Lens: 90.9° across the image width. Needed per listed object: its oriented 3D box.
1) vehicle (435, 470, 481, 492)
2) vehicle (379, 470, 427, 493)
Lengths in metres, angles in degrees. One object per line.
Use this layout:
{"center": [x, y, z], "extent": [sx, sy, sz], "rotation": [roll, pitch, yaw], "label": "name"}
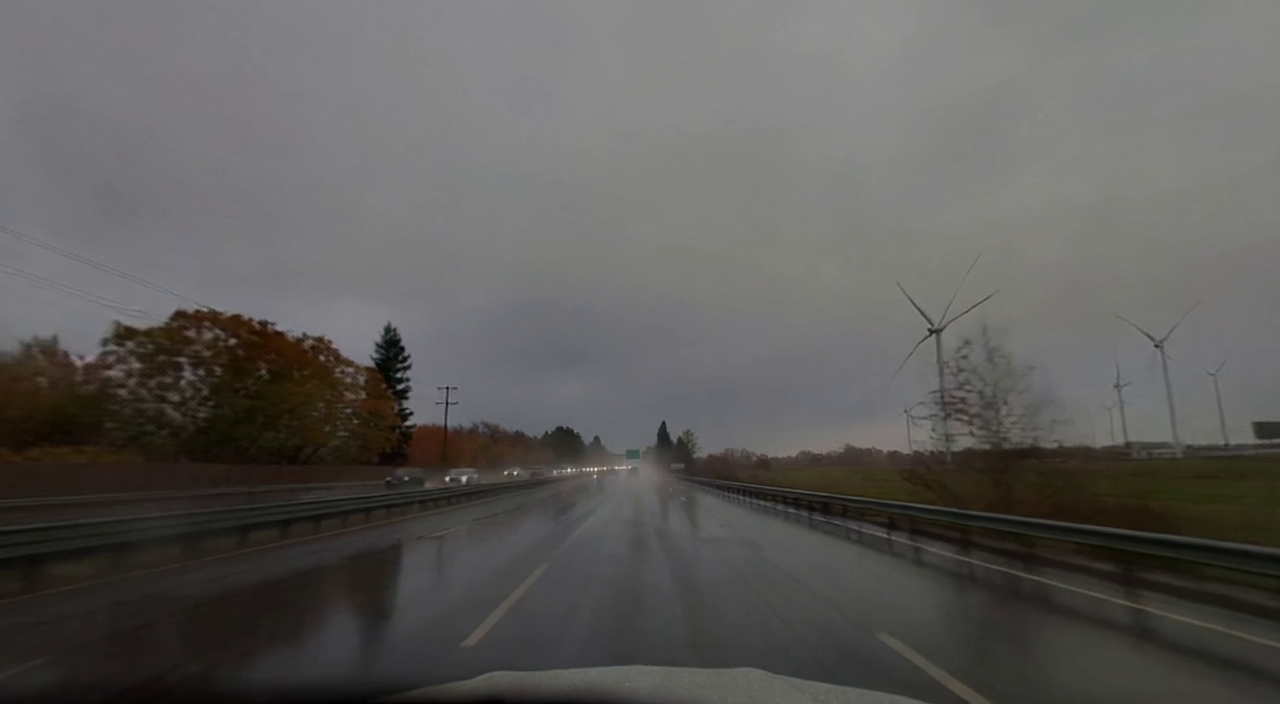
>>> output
{"center": [-12.583, 8.940, 43.864], "extent": [1.884, 1.434, 4.481], "rotation": [1, -11, 0], "label": "vehicle"}
{"center": [-17.042, 9.324, 45.553], "extent": [1.870, 1.544, 4.141], "rotation": [1, -11, 0], "label": "vehicle"}
